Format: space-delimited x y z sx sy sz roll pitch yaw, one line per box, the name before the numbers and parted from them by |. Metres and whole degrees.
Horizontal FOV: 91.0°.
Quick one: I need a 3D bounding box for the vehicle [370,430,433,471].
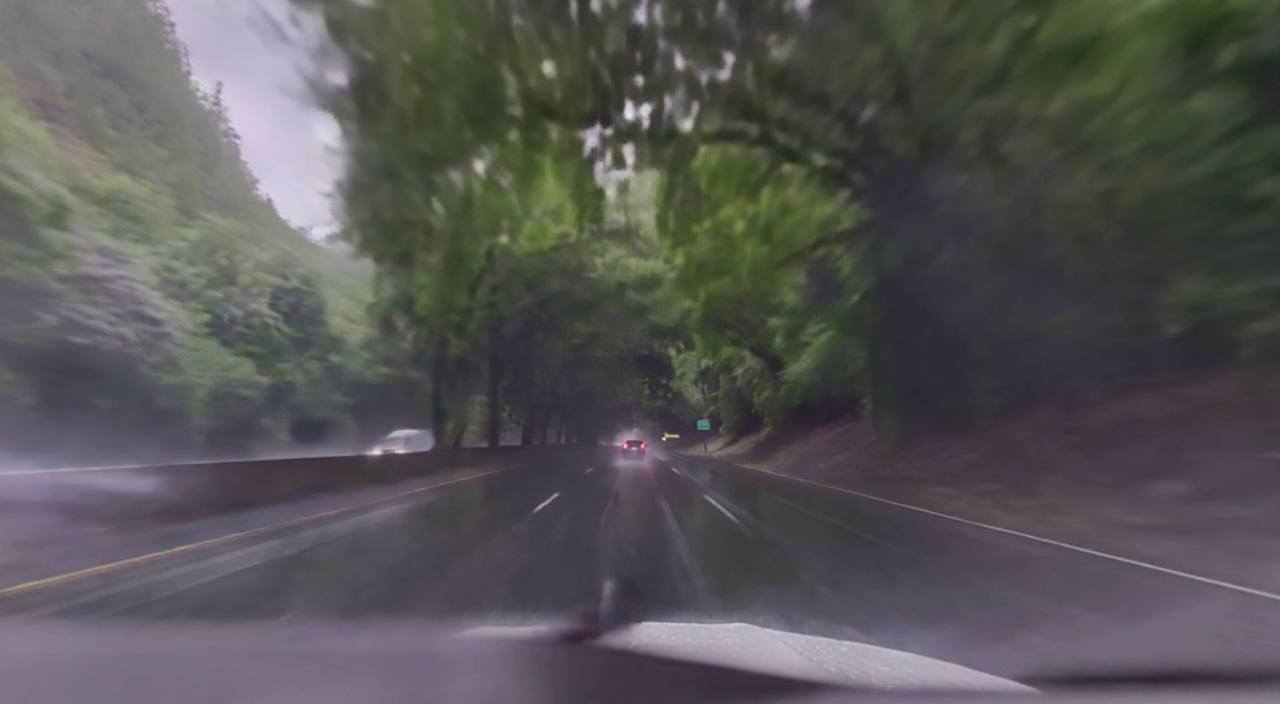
vehicle | -17.047 7.055 45.351 2.274 2.678 5.688 0 -8 -1
